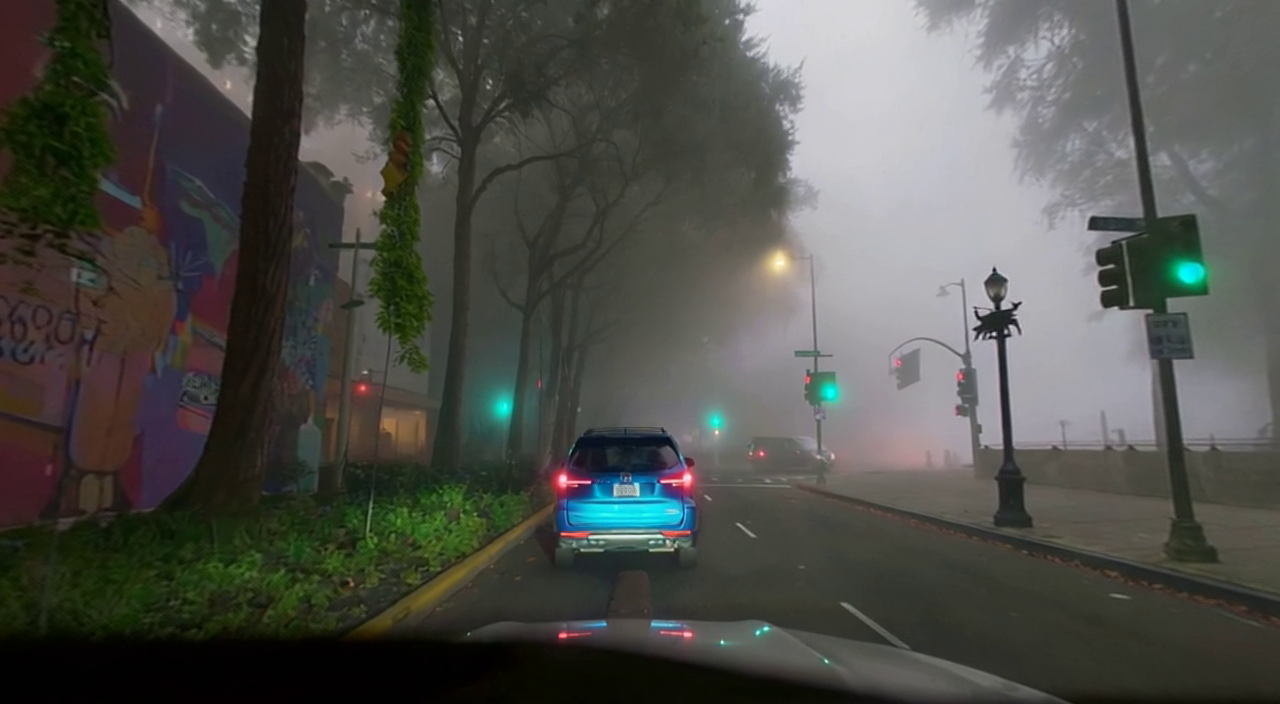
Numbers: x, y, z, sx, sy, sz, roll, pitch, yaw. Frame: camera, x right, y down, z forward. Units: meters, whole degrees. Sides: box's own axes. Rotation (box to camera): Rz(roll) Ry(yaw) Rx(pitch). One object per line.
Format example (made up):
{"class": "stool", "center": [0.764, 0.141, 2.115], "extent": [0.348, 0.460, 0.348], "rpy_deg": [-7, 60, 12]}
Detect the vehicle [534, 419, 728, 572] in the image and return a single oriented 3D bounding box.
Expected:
{"class": "vehicle", "center": [-0.113, 1.831, 8.777], "extent": [2.079, 1.621, 3.861], "rpy_deg": [0, -8, 0]}

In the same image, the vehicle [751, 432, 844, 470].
{"class": "vehicle", "center": [9.464, 5.877, 37.623], "extent": [5.513, 2.063, 2.448], "rpy_deg": [6, -11, -37]}
